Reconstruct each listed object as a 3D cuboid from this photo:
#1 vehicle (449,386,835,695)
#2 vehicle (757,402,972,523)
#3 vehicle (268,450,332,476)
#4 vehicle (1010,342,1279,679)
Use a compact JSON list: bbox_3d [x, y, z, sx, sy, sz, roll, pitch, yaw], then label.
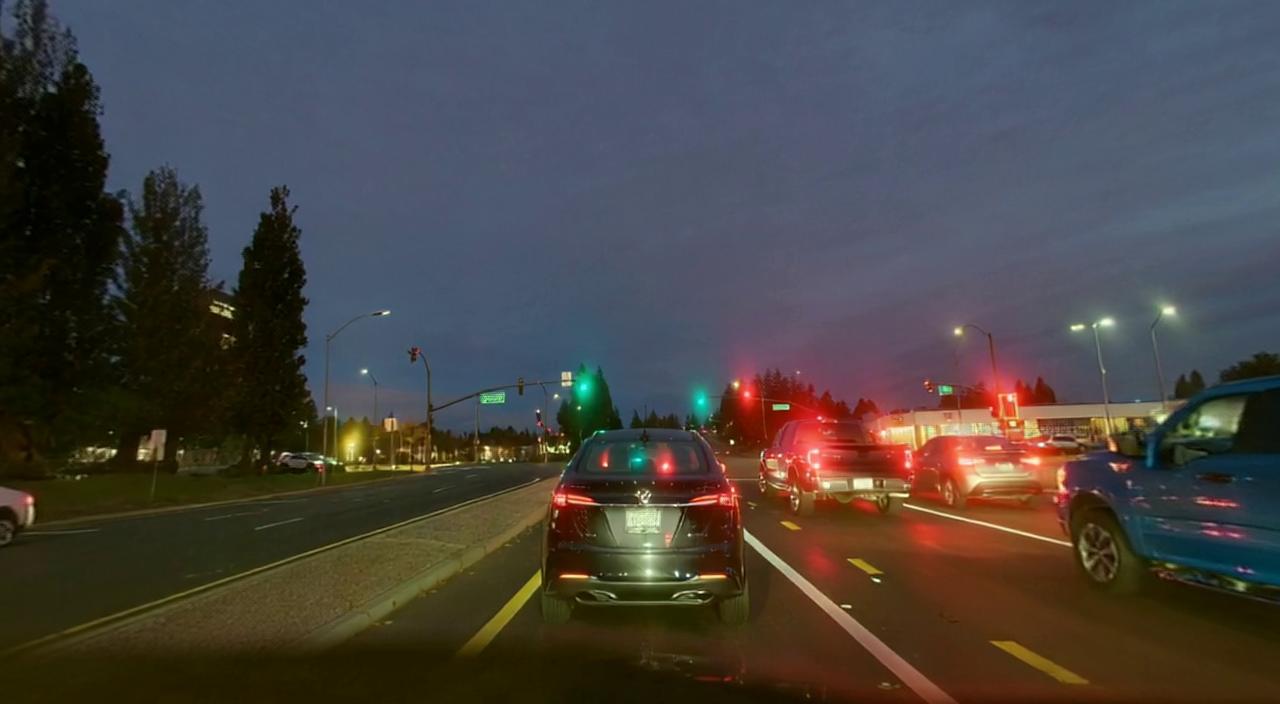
[{"bbox_3d":[-0.015,1.322,5.532,2.116,1.677,3.948,0,-8,-1],"label":"vehicle"},{"bbox_3d":[4.169,2.206,13.115,2.319,1.930,5.651,0,-8,-1],"label":"vehicle"},{"bbox_3d":[-24.067,7.839,44.812,1.798,1.706,4.385,-1,-8,6],"label":"vehicle"},{"bbox_3d":[4.468,0.869,3.534,2.019,1.803,4.634,-1,-8,1],"label":"vehicle"}]
